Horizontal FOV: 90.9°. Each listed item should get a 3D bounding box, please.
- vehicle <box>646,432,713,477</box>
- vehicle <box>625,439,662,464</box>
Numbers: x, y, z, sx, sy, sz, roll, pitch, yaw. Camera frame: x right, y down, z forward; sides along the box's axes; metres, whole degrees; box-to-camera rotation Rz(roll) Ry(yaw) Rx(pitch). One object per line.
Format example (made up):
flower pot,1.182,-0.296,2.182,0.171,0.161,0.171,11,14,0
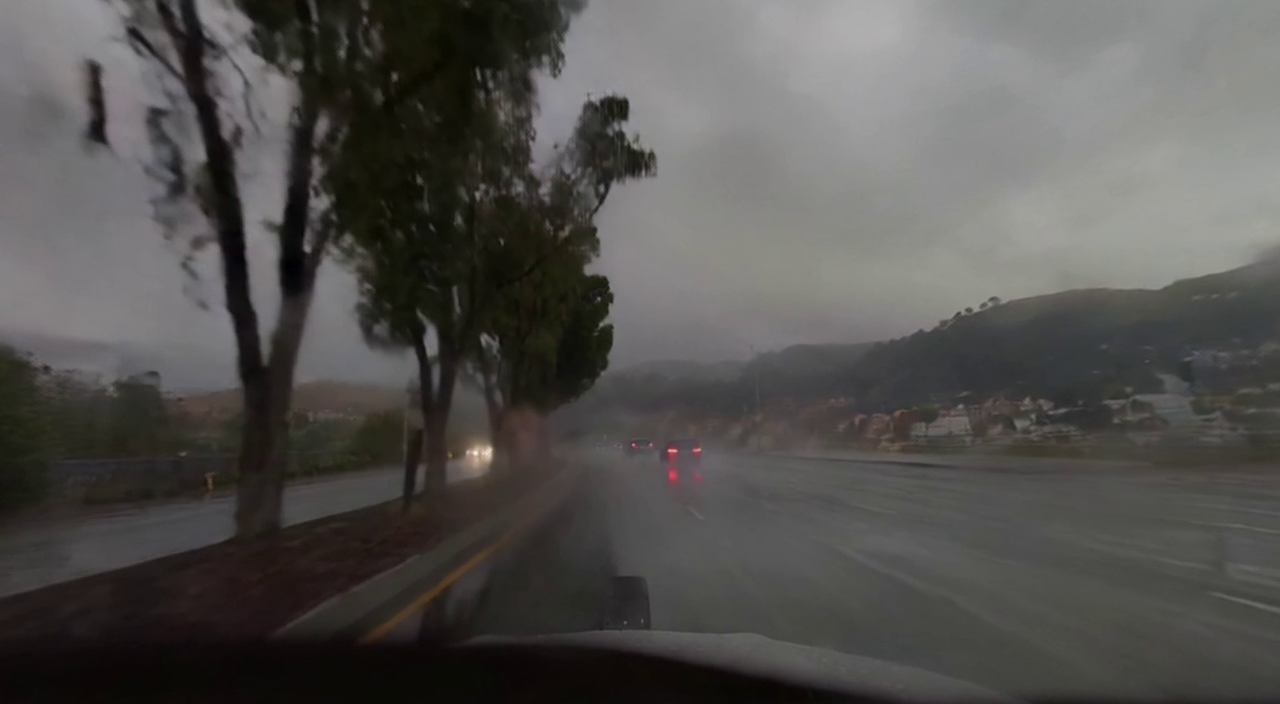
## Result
vehicle,1.617,4.441,27.436,2.253,1.756,4.313,0,-9,-5
vehicle,0.215,7.577,48.285,2.210,1.788,4.293,1,-9,-8
